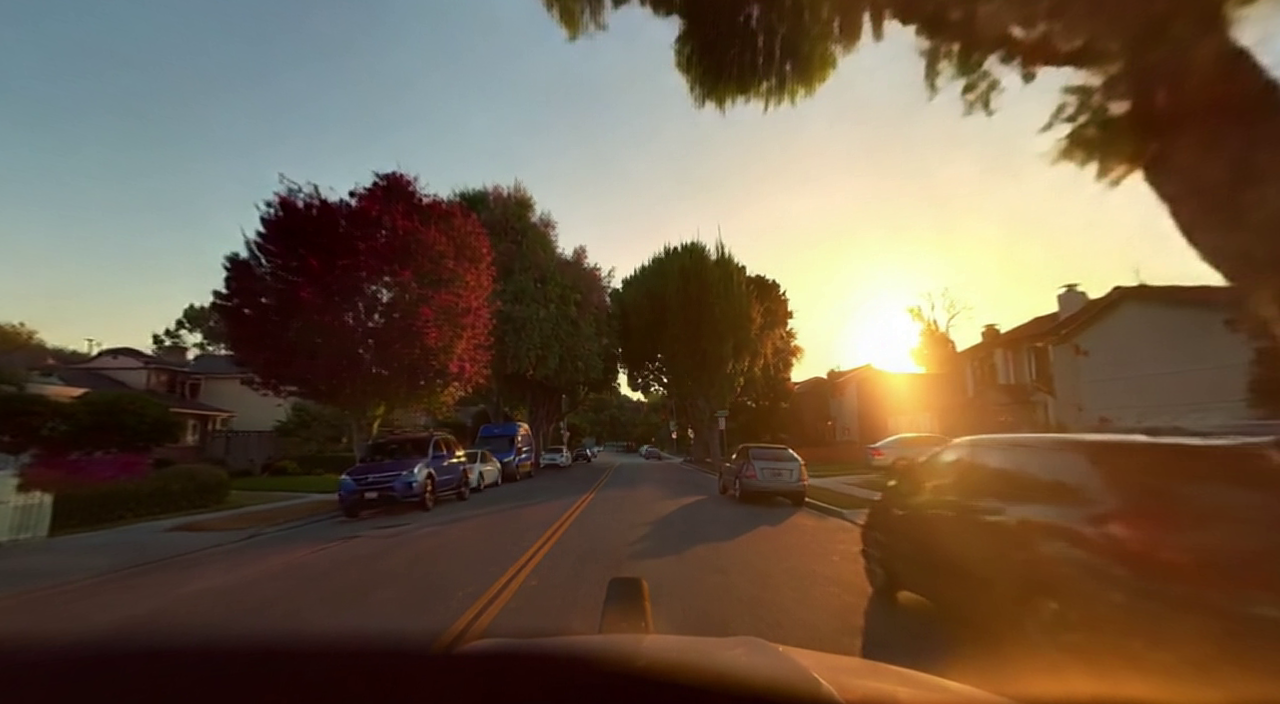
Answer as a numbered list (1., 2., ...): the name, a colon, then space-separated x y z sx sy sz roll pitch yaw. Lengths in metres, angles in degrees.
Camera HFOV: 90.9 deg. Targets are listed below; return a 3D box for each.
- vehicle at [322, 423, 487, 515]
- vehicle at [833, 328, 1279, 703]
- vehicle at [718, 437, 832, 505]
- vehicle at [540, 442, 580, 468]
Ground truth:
1. vehicle: -5.369 2.714 15.174 2.090 1.855 4.494 0 -8 2
2. vehicle: 3.090 1.122 4.287 2.172 1.764 4.685 0 -8 1
3. vehicle: 3.337 3.013 16.543 1.945 1.514 4.552 0 -8 0
4. vehicle: -5.097 6.642 40.852 2.038 1.571 4.524 0 -8 -1
